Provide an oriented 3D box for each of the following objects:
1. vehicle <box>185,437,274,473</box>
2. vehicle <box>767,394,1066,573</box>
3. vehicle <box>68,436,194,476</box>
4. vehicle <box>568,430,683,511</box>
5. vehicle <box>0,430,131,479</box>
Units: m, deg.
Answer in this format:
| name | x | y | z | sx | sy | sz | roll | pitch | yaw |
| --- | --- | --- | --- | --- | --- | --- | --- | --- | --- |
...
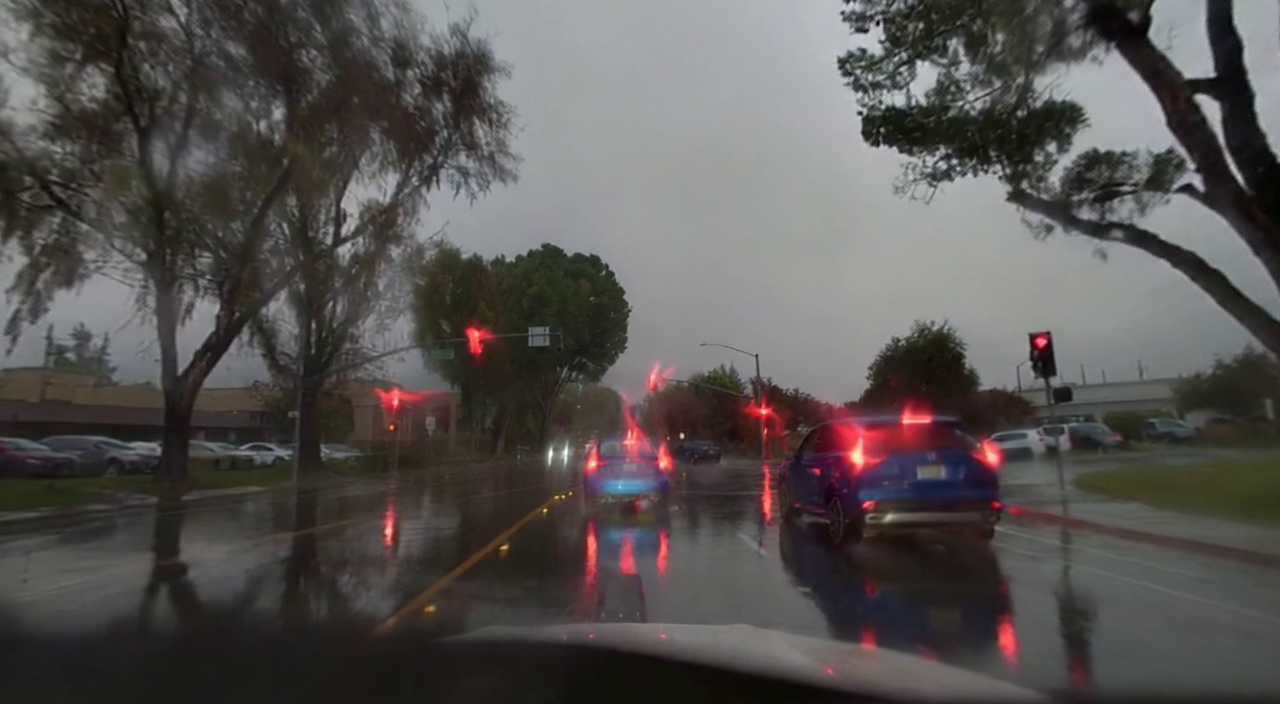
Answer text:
| name | x | y | z | sx | sy | sz | roll | pitch | yaw |
| --- | --- | --- | --- | --- | --- | --- | --- | --- | --- |
| vehicle | -28.544 | 7.155 | 44.000 | 4.943 | 2.110 | 2.217 | 3 | -11 | -38 |
| vehicle | 3.197 | 1.634 | 8.549 | 2.046 | 1.768 | 4.370 | 0 | -8 | 0 |
| vehicle | -28.472 | 5.804 | 35.621 | 5.119 | 2.119 | 2.199 | 4 | -9 | -29 |
| vehicle | -0.297 | 2.606 | 14.388 | 2.177 | 1.512 | 4.682 | 0 | -8 | 0 |
| vehicle | -28.823 | 5.031 | 31.259 | 5.285 | 2.200 | 2.387 | 3 | -10 | -32 |
